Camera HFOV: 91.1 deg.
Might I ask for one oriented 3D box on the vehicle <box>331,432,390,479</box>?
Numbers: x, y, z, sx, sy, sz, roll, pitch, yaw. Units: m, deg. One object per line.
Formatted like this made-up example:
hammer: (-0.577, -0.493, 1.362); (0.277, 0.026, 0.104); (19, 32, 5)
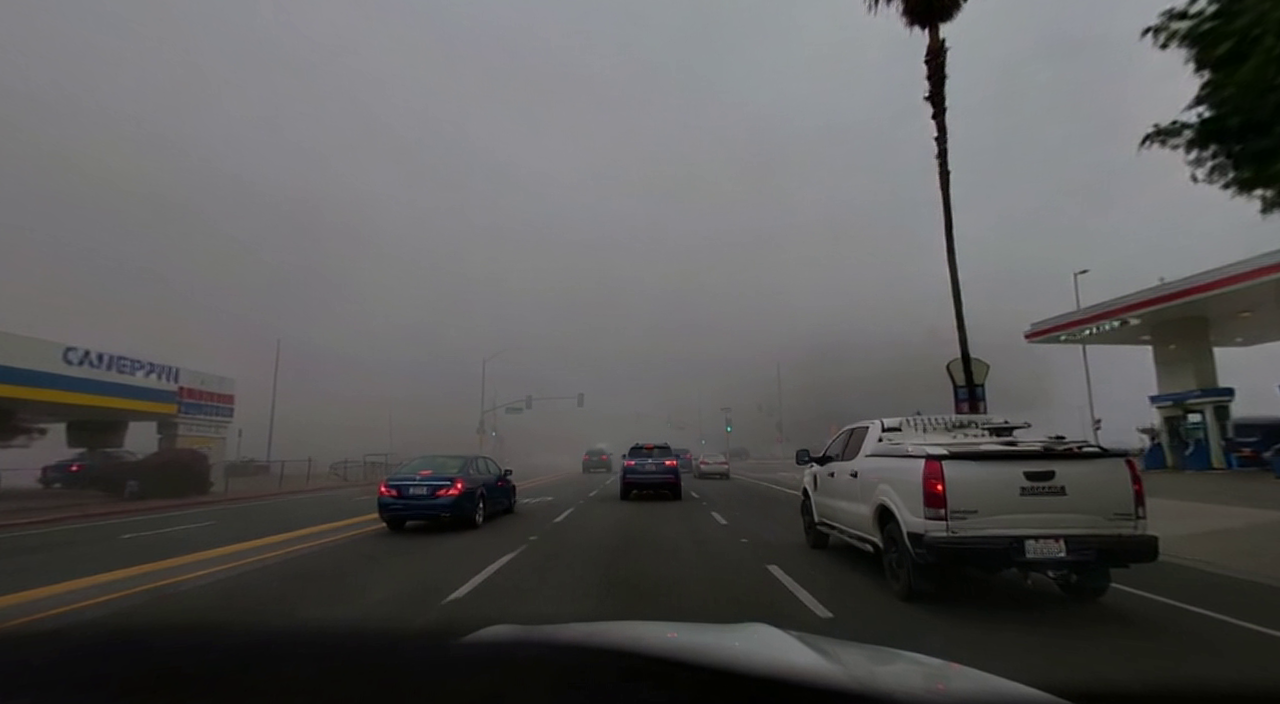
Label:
vehicle: (-18.141, 6.724, 40.699); (3.441, 2.870, 2.109); (-9, -13, 43)

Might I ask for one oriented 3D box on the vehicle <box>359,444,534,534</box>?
vehicle: (-3.701, 2.697, 13.086); (1.983, 1.502, 4.720); (0, -9, 2)

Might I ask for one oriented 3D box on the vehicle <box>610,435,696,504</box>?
vehicle: (0.375, 3.583, 19.726); (2.295, 1.835, 5.471); (0, -9, 1)

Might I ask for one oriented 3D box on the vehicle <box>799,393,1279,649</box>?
vehicle: (3.633, 1.625, 7.345); (2.120, 1.828, 5.531); (0, -9, 0)

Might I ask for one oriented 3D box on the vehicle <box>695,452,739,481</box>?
vehicle: (4.030, 6.072, 33.503); (1.901, 1.401, 3.965); (0, -9, 1)

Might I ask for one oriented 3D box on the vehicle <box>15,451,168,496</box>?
vehicle: (-29.300, 6.448, 34.007); (2.543, 2.092, 6.613); (0, -9, -3)

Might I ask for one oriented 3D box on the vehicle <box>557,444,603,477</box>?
vehicle: (-3.424, 6.315, 36.780); (2.071, 1.811, 4.605); (0, -9, 2)
